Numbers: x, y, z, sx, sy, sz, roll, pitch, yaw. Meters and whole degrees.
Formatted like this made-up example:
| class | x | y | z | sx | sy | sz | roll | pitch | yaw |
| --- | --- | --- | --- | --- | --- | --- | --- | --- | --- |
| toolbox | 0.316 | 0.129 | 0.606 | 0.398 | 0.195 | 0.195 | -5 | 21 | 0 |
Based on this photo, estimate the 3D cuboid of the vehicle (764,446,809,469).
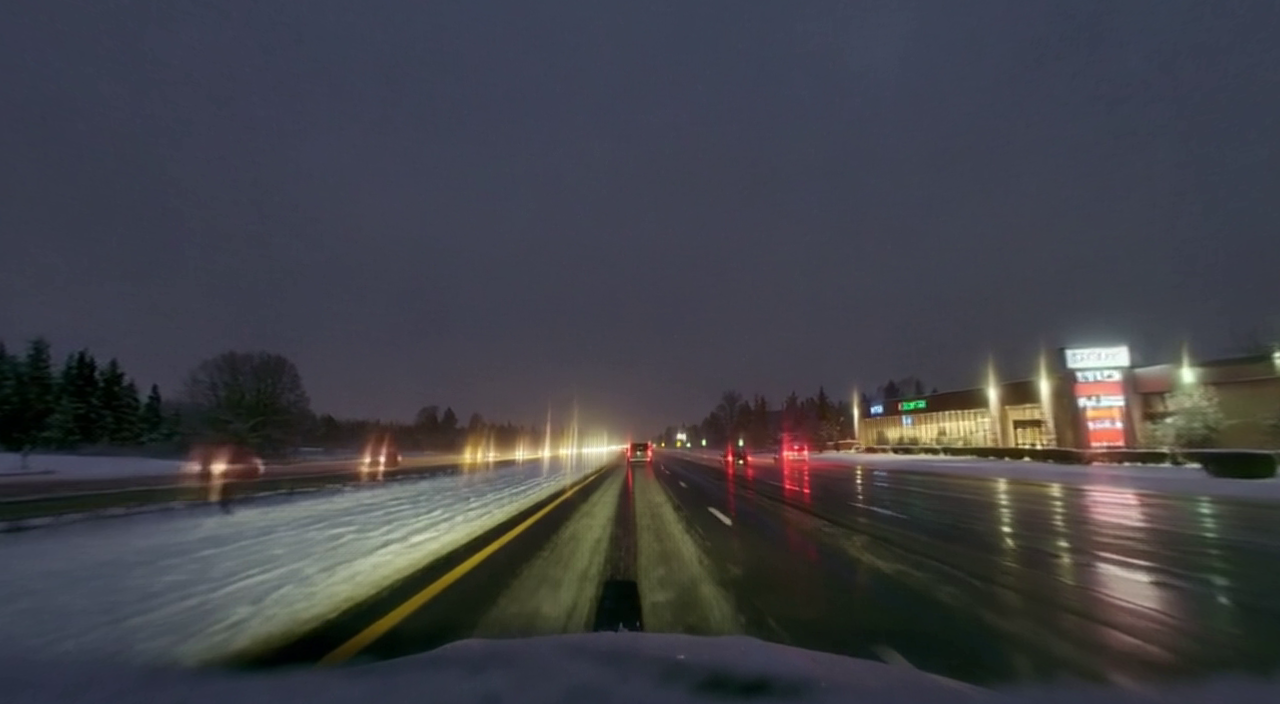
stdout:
| class | x | y | z | sx | sy | sz | roll | pitch | yaw |
| --- | --- | --- | --- | --- | --- | --- | --- | --- | --- |
| vehicle | 10.152 | 7.333 | 44.094 | 1.953 | 1.473 | 4.512 | 0 | -8 | -2 |

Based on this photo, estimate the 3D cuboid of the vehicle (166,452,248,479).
| class | x | y | z | sx | sy | sz | roll | pitch | yaw |
| --- | --- | --- | --- | --- | --- | --- | --- | --- | --- |
| vehicle | -25.483 | 6.680 | 37.413 | 1.735 | 1.385 | 4.495 | 0 | -8 | -1 |

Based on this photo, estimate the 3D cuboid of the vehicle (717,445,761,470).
| class | x | y | z | sx | sy | sz | roll | pitch | yaw |
| --- | --- | --- | --- | --- | --- | --- | --- | --- | --- |
| vehicle | 6.284 | 6.751 | 40.529 | 1.976 | 1.477 | 4.448 | 0 | -9 | -2 |

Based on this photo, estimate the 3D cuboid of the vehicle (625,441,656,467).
| class | x | y | z | sx | sy | sz | roll | pitch | yaw |
| --- | --- | --- | --- | --- | --- | --- | --- | --- | --- |
| vehicle | -0.031 | 7.518 | 46.548 | 2.154 | 1.786 | 5.045 | 0 | -8 | -2 |
